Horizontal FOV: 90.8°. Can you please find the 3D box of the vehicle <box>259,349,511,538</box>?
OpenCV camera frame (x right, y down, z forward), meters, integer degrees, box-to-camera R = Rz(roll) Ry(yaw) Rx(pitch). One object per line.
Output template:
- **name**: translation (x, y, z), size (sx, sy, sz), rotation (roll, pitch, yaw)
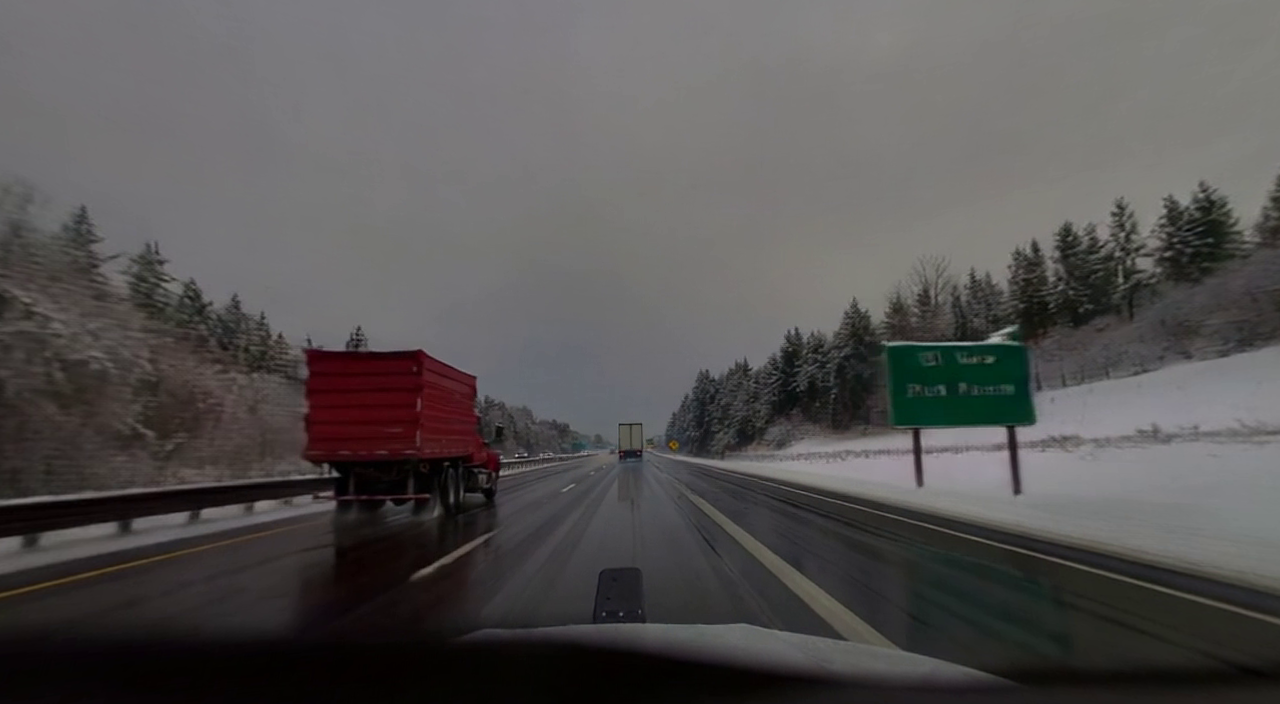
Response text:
- **vehicle**: translation (-4.423, 1.837, 12.592), size (2.368, 2.813, 6.329), rotation (0, -9, 0)
